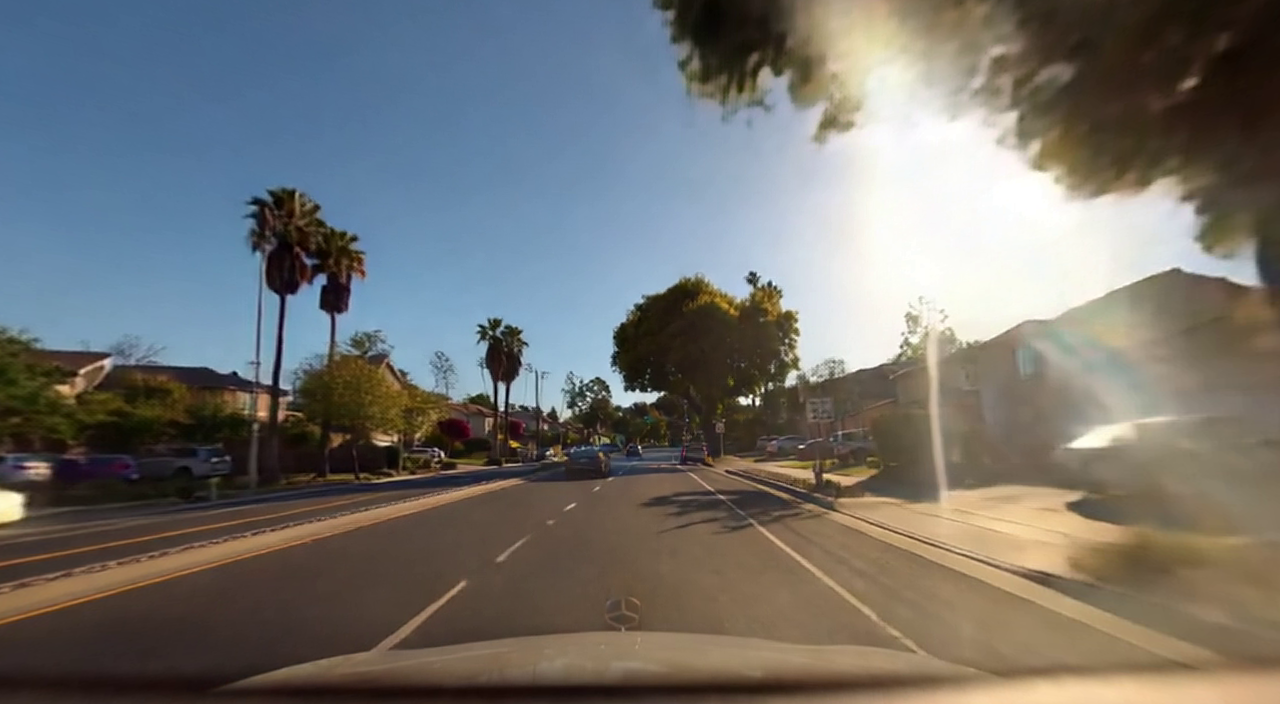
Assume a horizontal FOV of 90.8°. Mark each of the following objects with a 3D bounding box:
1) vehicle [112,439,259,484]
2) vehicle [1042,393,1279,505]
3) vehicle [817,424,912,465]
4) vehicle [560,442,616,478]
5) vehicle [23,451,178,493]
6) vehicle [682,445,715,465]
[{"bbox_3d":[-20.825,5.035,29.163,4.942,1.932,2.247,1,-8,-3],"label":"vehicle"},{"bbox_3d":[10.660,1.773,11.955,4.549,1.672,2.008,-5,-10,1],"label":"vehicle"},{"bbox_3d":[11.653,4.783,32.732,4.531,1.864,2.037,3,-10,-30],"label":"vehicle"},{"bbox_3d":[-2.268,4.843,28.600,2.035,1.474,4.284,0,-8,2],"label":"vehicle"},{"bbox_3d":[-21.065,4.683,24.788,4.373,1.491,2.060,-1,-8,6],"label":"vehicle"},{"bbox_3d":[4.574,8.132,49.955,2.025,1.456,4.865,1,-8,-2],"label":"vehicle"}]
